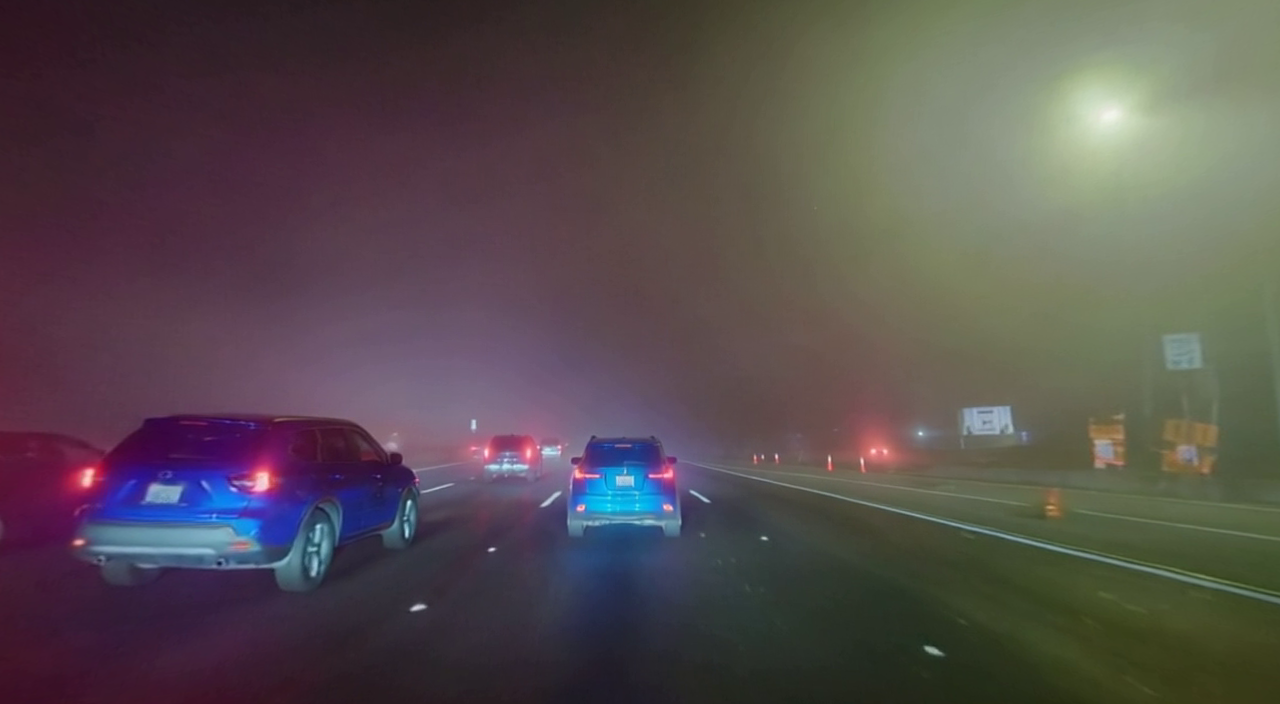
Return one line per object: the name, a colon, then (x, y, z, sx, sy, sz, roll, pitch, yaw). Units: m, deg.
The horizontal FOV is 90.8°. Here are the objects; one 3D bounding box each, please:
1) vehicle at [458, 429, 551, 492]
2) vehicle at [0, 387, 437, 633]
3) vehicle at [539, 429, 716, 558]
vehicle: (-4.035, 3.298, 19.473, 1.982, 1.727, 4.057, 0, -9, 0)
vehicle: (-3.757, 1.406, 6.528, 2.025, 1.708, 4.089, 0, -9, -1)
vehicle: (-0.208, 1.949, 9.420, 2.069, 1.484, 3.982, 0, -9, -2)
